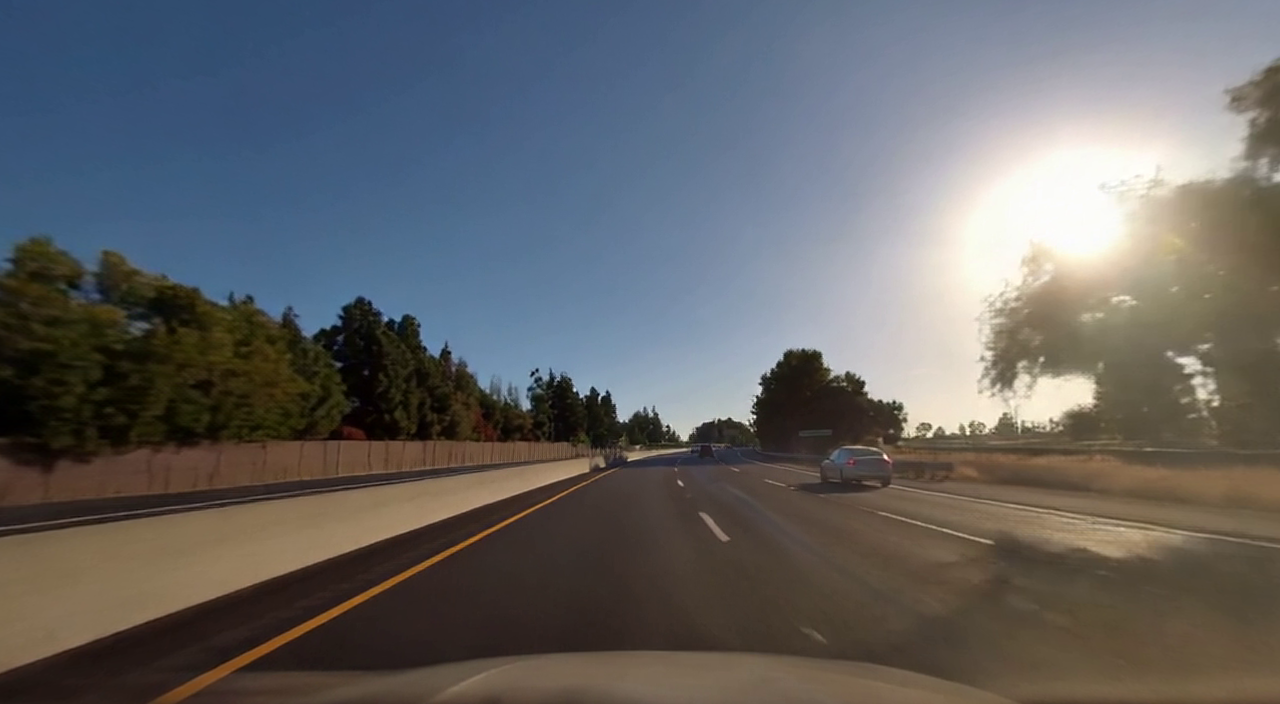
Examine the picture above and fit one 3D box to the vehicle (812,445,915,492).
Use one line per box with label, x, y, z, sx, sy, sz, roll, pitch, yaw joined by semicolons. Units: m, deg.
vehicle;7.804;4.090;22.461;1.983;1.486;4.545;-1;-9;0
